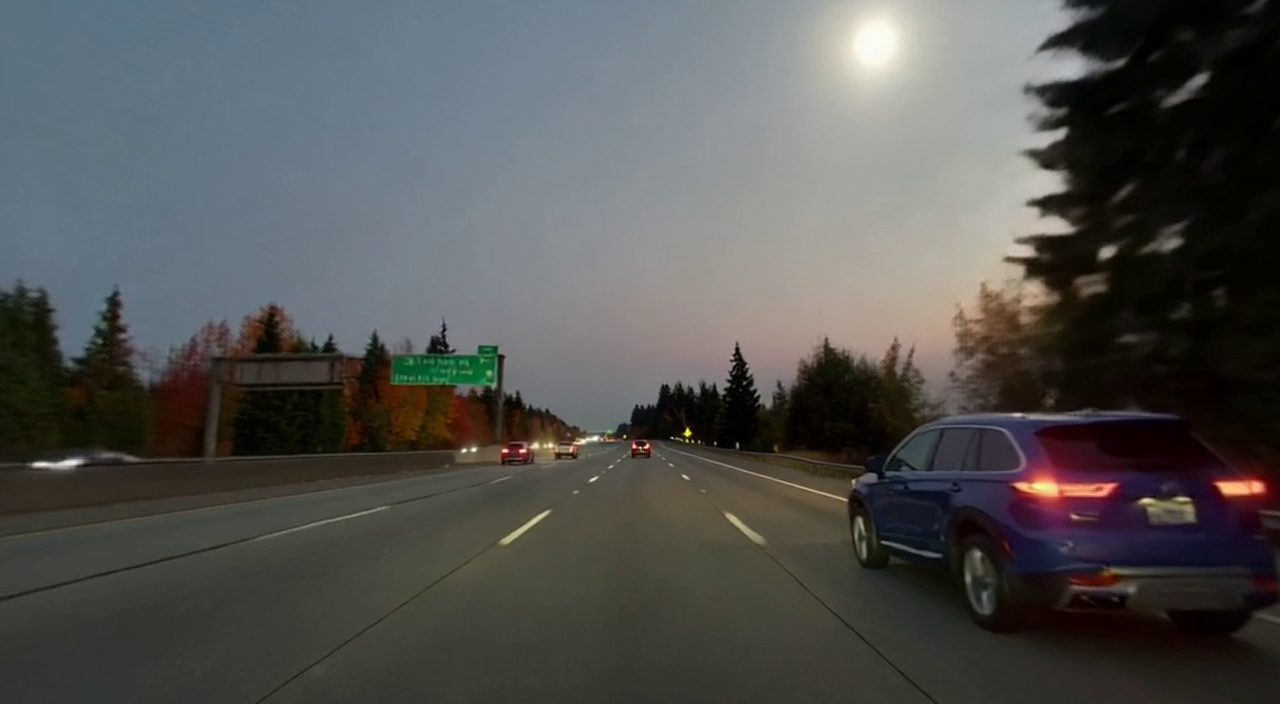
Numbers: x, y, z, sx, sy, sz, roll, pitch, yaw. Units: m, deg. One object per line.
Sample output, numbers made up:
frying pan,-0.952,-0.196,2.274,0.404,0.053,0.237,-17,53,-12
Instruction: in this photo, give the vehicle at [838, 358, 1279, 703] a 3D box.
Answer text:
vehicle,3.293,1.176,4.919,2.120,1.706,4.226,0,-8,0

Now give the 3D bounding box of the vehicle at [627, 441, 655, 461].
vehicle,0.073,7.376,47.097,1.985,1.450,4.266,0,-8,0

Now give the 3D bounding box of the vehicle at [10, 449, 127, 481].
vehicle,-28.801,5.665,31.973,1.839,1.450,4.394,0,-8,0
